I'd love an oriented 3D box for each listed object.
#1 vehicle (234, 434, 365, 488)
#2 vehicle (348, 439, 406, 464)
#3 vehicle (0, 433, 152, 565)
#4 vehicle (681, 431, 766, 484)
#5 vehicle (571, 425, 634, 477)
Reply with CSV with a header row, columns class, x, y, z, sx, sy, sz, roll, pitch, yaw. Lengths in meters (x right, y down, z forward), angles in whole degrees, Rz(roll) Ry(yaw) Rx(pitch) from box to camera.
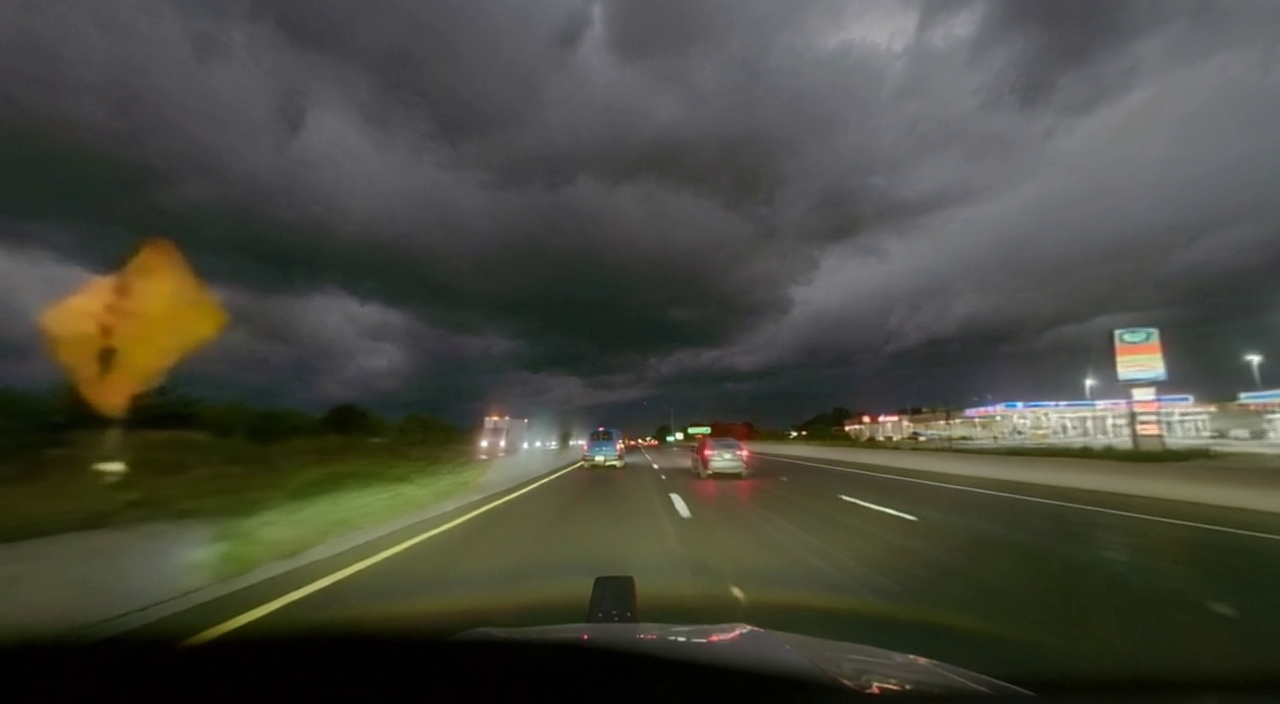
class,x,y,z,sx,sy,sz,roll,pitch,yaw
vehicle,-12.063,3.852,22.745,2.180,1.748,4.368,0,-8,1
vehicle,-16.974,6.420,40.915,1.804,1.525,4.619,0,-8,0
vehicle,-9.690,2.011,8.727,2.166,1.761,4.535,0,-8,0
vehicle,2.661,3.481,21.289,2.151,1.550,4.694,0,-8,-1
vehicle,-1.290,3.644,23.534,2.061,1.732,4.457,0,-8,0
